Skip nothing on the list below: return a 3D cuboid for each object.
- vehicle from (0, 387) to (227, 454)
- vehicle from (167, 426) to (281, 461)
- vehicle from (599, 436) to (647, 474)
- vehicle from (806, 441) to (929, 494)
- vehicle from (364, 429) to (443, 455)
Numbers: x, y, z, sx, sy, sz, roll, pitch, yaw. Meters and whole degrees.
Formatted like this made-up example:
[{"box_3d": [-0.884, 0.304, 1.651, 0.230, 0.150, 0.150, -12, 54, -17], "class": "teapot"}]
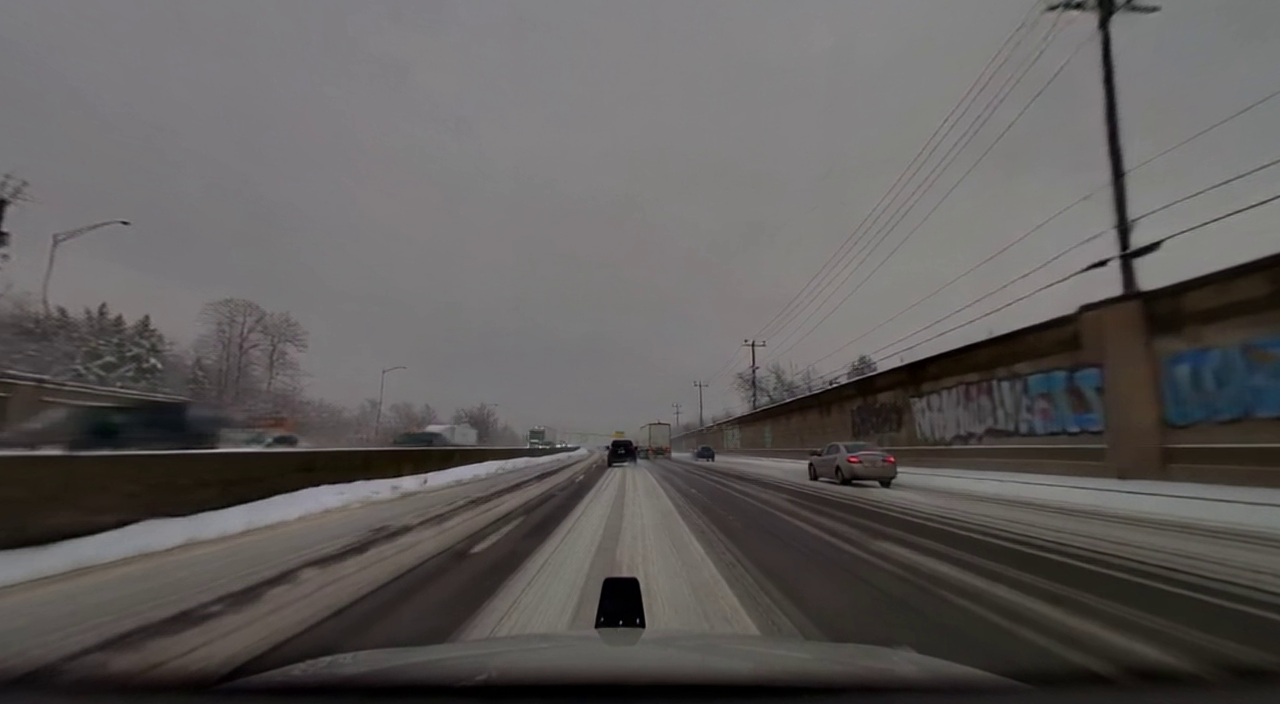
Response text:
[{"box_3d": [-10.752, 1.457, 12.647, 2.021, 1.111, 4.395, 0, -9, 0], "class": "vehicle"}, {"box_3d": [-17.584, 3.939, 26.996, 1.851, 1.358, 4.433, 0, -9, 0], "class": "vehicle"}, {"box_3d": [-0.793, 4.934, 30.287, 2.191, 1.685, 3.353, 0, -9, -1], "class": "vehicle"}, {"box_3d": [7.043, 3.612, 20.206, 2.018, 1.451, 4.762, 0, -9, -2], "class": "vehicle"}, {"box_3d": [-9.996, 3.863, 27.001, 1.884, 0.990, 3.895, 0, -9, 0], "class": "vehicle"}]
